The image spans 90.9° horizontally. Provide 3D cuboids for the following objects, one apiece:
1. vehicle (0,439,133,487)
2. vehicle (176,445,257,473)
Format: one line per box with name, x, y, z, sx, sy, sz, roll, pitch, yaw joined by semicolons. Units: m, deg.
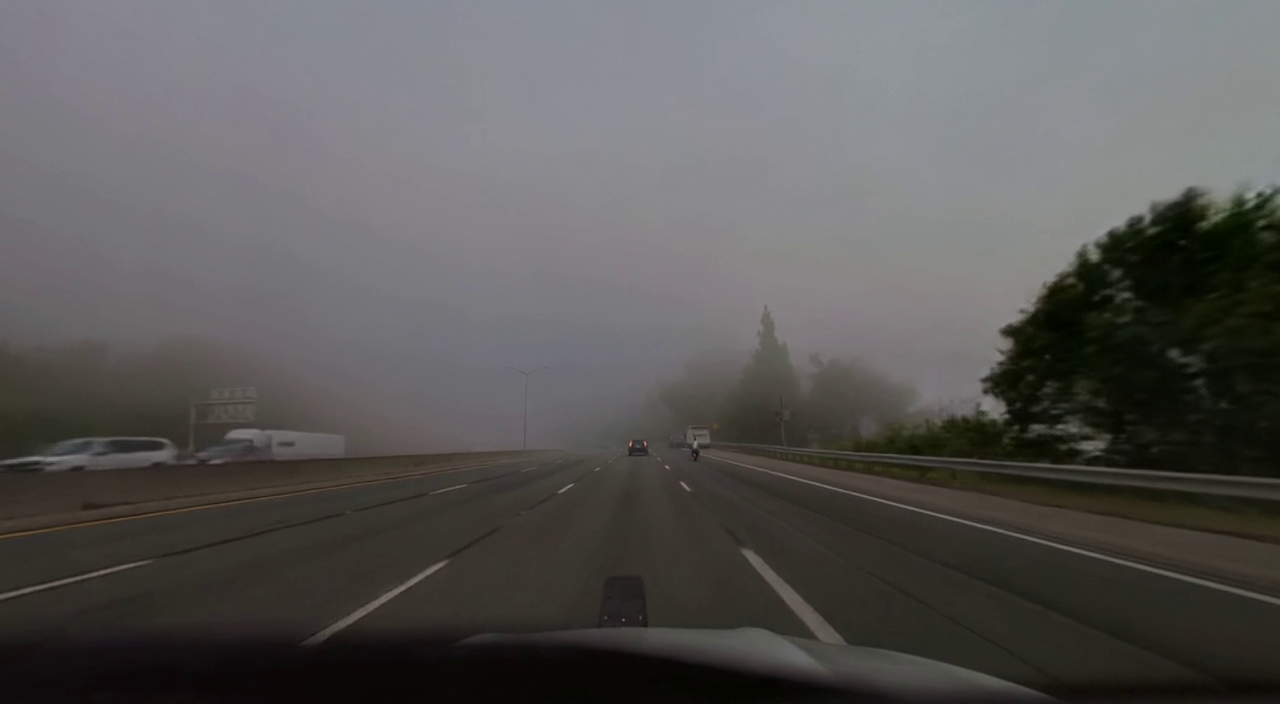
vehicle;-25.072;4.609;26.688;2.338;1.765;5.836;0;-8;1
vehicle;-28.006;7.076;41.893;2.064;1.707;4.753;0;-8;0
